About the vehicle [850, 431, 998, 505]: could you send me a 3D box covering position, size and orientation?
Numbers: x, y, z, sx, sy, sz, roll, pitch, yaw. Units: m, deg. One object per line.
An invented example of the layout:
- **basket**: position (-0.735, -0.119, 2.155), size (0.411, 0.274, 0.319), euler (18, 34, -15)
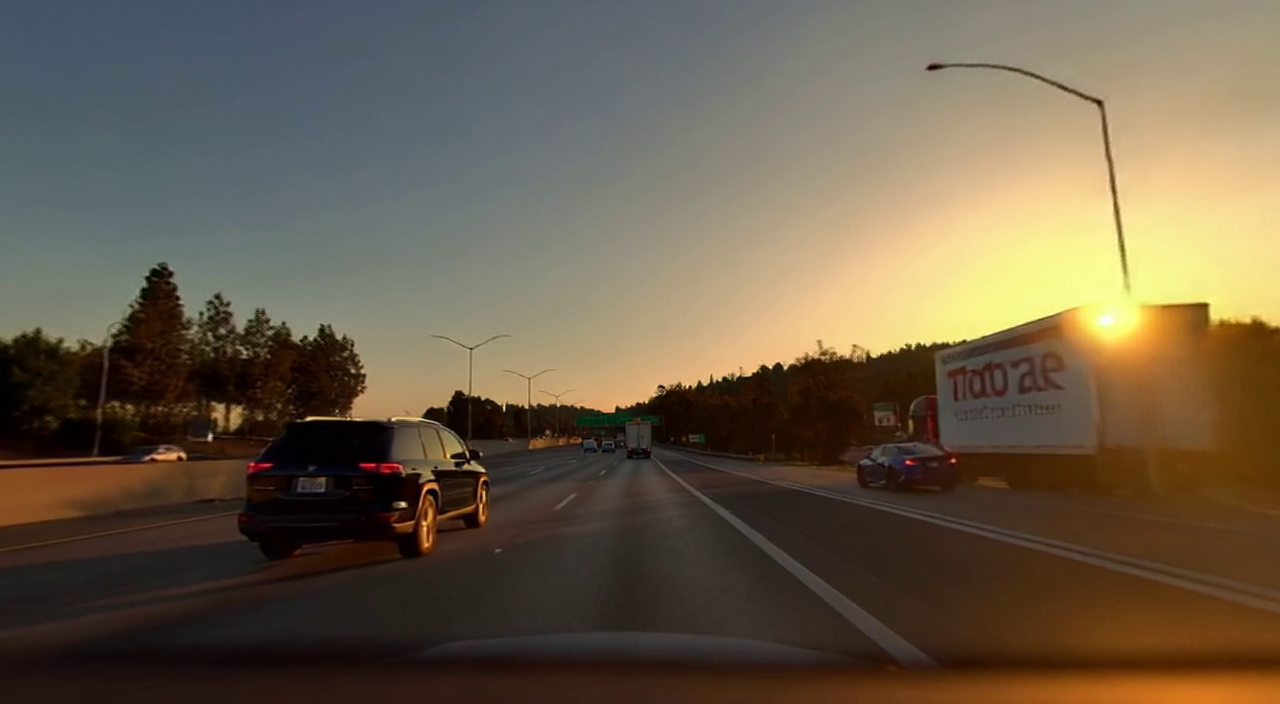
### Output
- **vehicle**: position (7.235, 2.972, 16.554), size (1.958, 1.681, 4.109), euler (0, -9, 0)

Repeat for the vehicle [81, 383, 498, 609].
- **vehicle**: position (-3.412, 1.533, 7.632), size (2.178, 1.826, 4.933), euler (0, -9, 0)

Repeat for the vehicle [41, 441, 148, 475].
- **vehicle**: position (-28.733, 5.597, 33.281), size (1.895, 1.654, 4.190), euler (0, -9, 0)
